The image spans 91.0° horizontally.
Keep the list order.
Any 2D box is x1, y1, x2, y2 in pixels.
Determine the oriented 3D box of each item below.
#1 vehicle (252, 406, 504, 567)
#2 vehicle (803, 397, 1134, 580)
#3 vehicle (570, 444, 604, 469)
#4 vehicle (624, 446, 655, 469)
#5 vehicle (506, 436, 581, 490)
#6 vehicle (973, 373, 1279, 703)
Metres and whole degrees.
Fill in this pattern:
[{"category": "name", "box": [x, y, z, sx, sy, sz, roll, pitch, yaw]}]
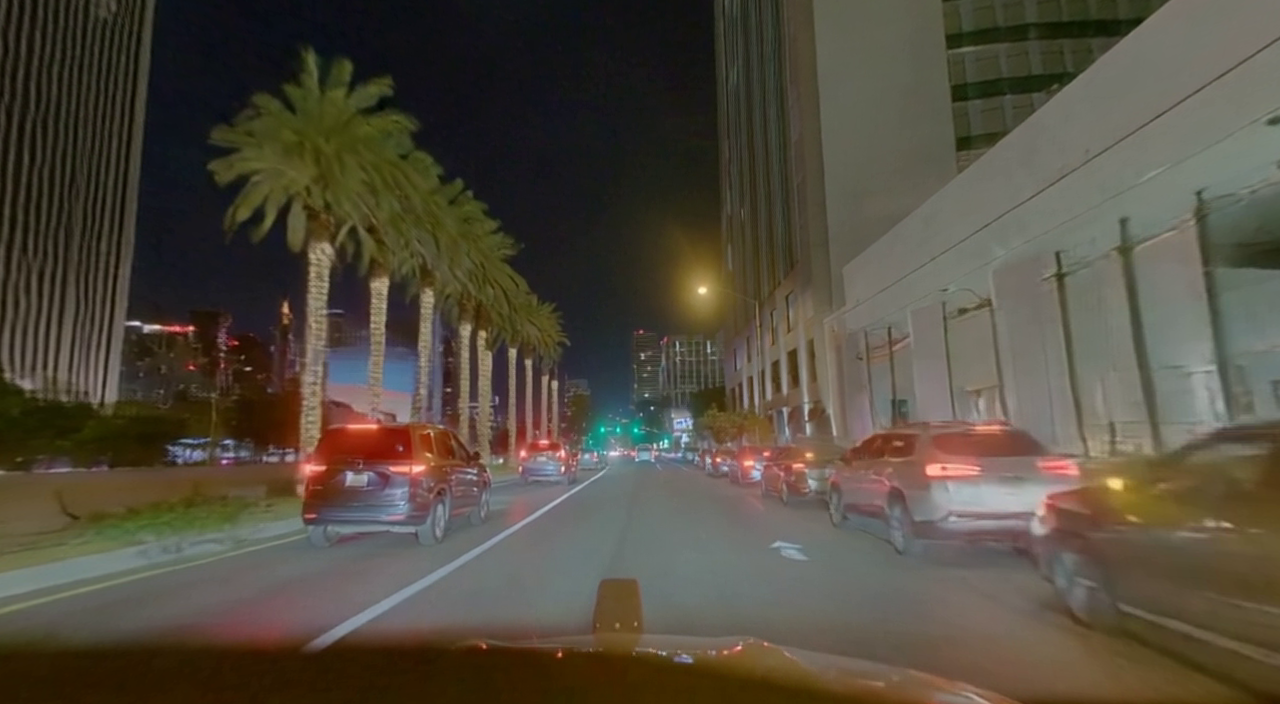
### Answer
[{"category": "vehicle", "box": [-3.407, 1.839, 9.243, 1.800, 1.797, 4.224, 0, -9, 1]}, {"category": "vehicle", "box": [4.134, 1.828, 9.238, 2.035, 1.902, 5.079, 0, -9, -1]}, {"category": "vehicle", "box": [-3.549, 7.121, 42.982, 1.955, 1.637, 4.243, 0, -9, 0]}, {"category": "vehicle", "box": [-0.085, 7.318, 43.844, 2.036, 1.461, 3.890, 0, -9, -2]}, {"category": "vehicle", "box": [-3.367, 3.986, 22.886, 2.014, 1.740, 4.392, 0, -9, 1]}, {"category": "vehicle", "box": [4.164, 1.044, 3.542, 1.965, 1.735, 4.835, 0, -9, 1]}]
